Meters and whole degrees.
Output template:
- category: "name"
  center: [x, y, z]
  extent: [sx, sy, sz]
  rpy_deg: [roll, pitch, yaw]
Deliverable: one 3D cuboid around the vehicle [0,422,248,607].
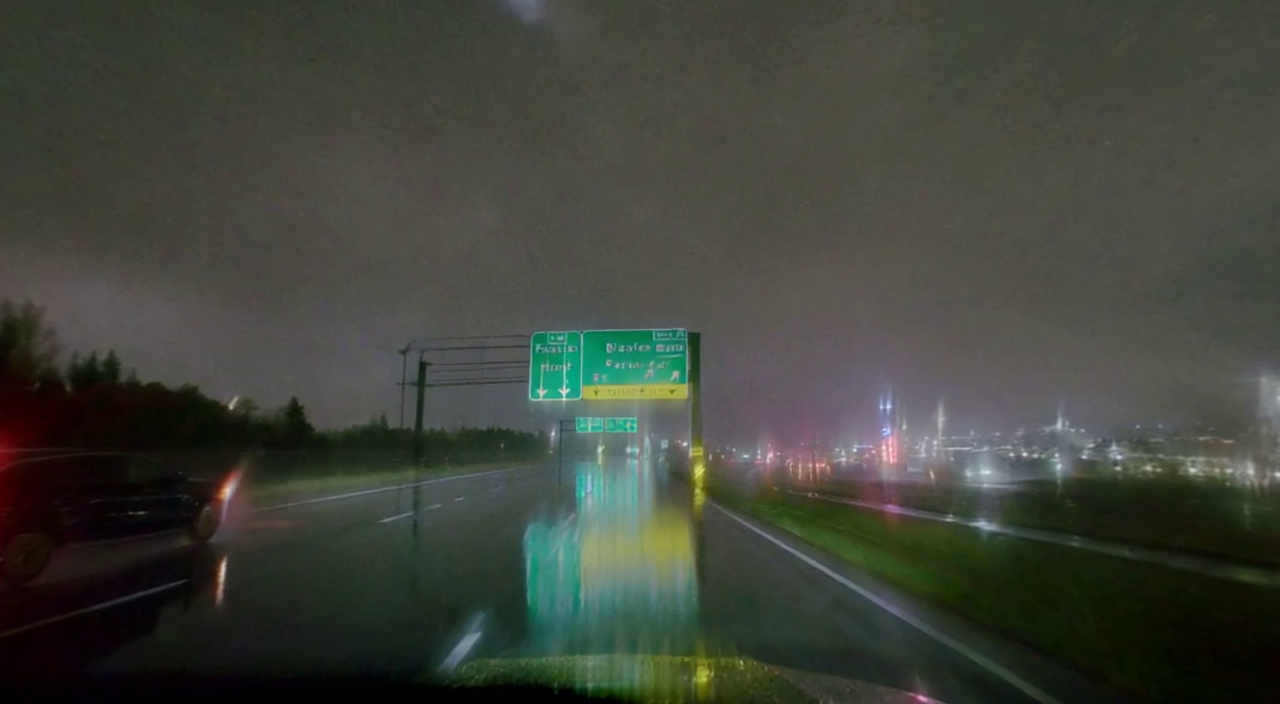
- category: "vehicle"
  center: [-6.553, 1.589, 6.595]
  extent: [2.034, 1.578, 4.488]
  rpy_deg: [0, -9, -1]
